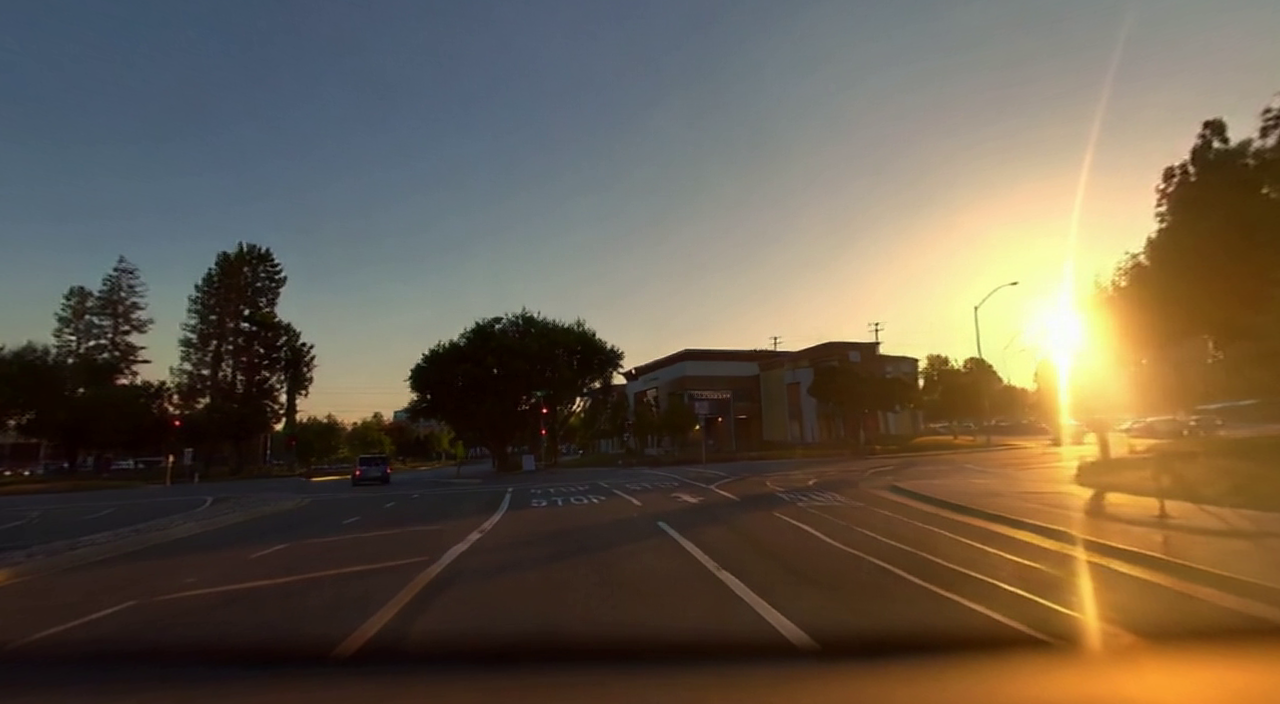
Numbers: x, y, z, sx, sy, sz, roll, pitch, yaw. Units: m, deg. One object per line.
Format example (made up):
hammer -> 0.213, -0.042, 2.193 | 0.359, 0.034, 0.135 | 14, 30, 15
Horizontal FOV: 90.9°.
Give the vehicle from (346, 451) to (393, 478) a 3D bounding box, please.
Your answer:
vehicle -> -20.889, 8.642, 48.564 | 2.336, 1.923, 5.570 | 6, -11, -32
